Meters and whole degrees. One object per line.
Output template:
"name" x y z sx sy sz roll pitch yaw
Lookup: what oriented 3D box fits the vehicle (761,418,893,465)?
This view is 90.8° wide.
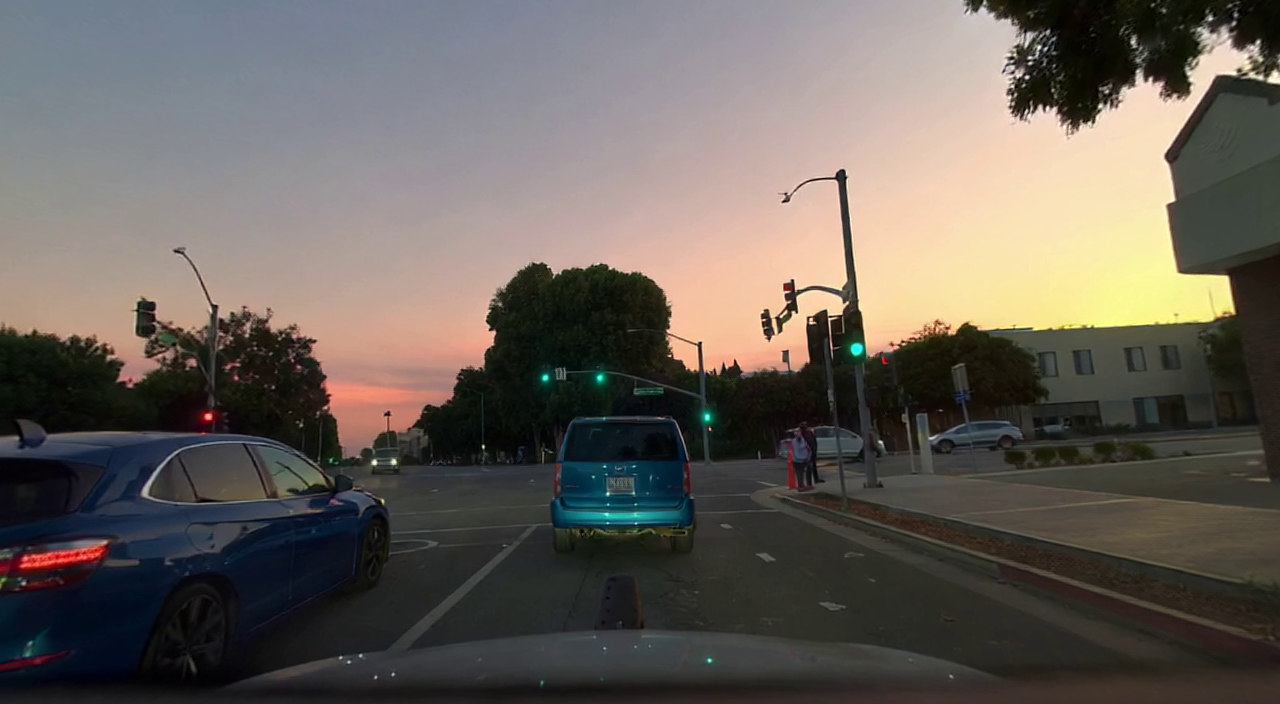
"vehicle" 8.243 4.039 28.386 5.215 1.967 2.392 -1 -8 4

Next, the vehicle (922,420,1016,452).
"vehicle" 19.650 5.041 37.751 4.872 1.806 2.107 3 -9 -20

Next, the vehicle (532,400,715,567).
"vehicle" -0.186 1.799 9.332 2.059 1.877 4.249 0 -8 0

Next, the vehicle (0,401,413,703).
"vehicle" -3.376 1.261 4.558 2.011 1.527 4.008 0 -8 -1
